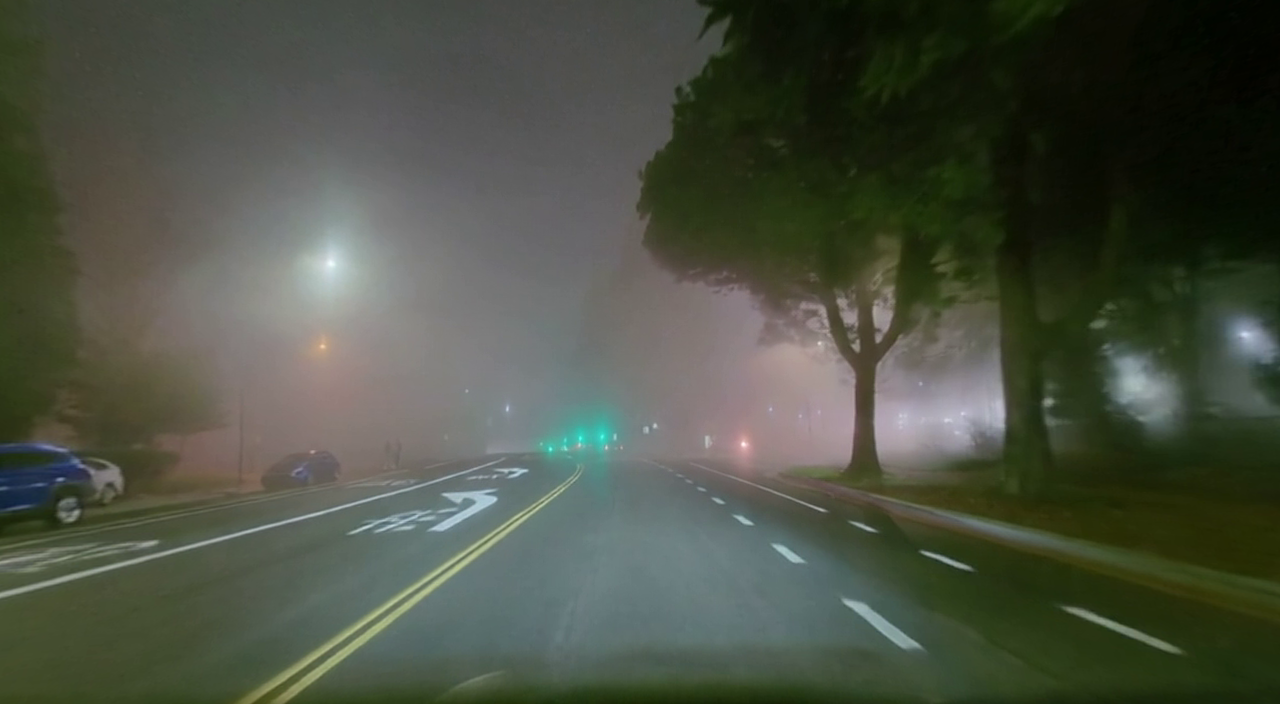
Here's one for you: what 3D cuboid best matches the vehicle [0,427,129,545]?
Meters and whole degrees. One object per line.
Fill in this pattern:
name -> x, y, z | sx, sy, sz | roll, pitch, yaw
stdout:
vehicle -> -12.946, 2.598, 12.027 | 2.314, 2.144, 5.403 | -4, -7, -5

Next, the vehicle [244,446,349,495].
vehicle -> -13.917, 4.809, 25.967 | 2.090, 1.680, 4.434 | -3, -9, -4
